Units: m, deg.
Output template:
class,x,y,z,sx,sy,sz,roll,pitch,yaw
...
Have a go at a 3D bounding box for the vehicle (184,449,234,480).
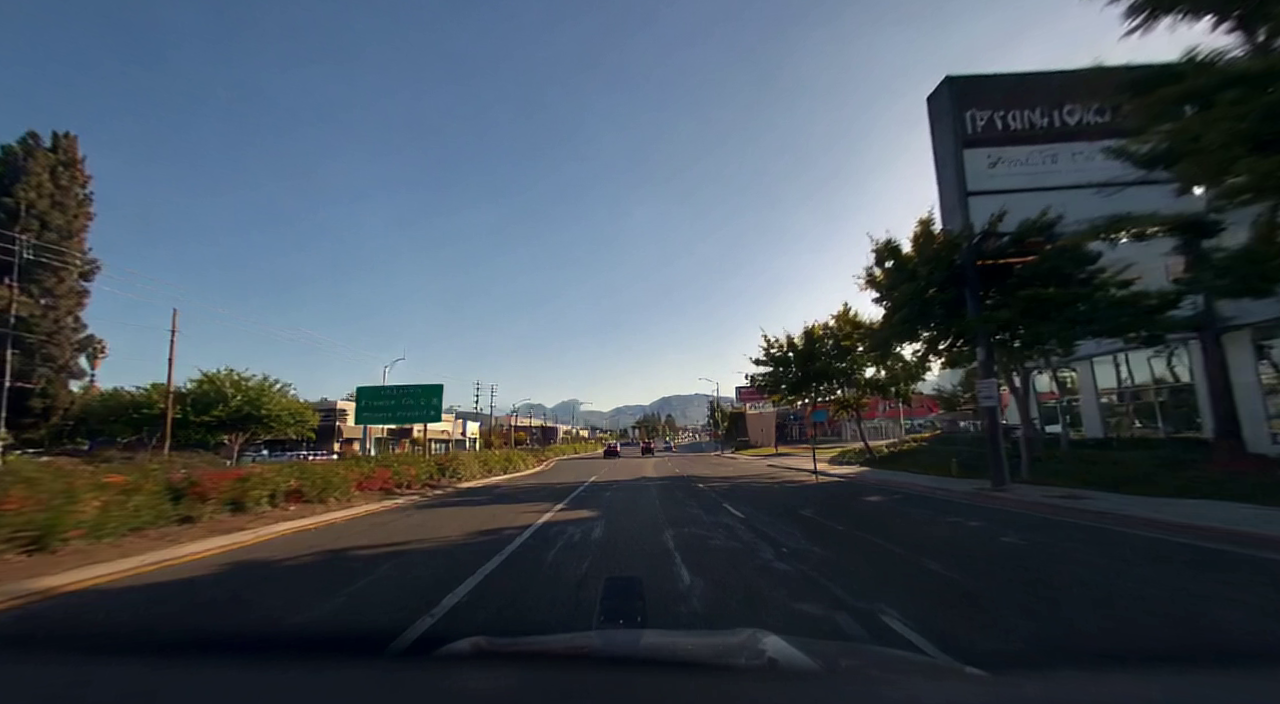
class,x,y,z,sx,sy,sz,roll,pitch,yaw
vehicle,-29.722,7.711,43.710,1.950,1.961,4.927,4,-10,-24
